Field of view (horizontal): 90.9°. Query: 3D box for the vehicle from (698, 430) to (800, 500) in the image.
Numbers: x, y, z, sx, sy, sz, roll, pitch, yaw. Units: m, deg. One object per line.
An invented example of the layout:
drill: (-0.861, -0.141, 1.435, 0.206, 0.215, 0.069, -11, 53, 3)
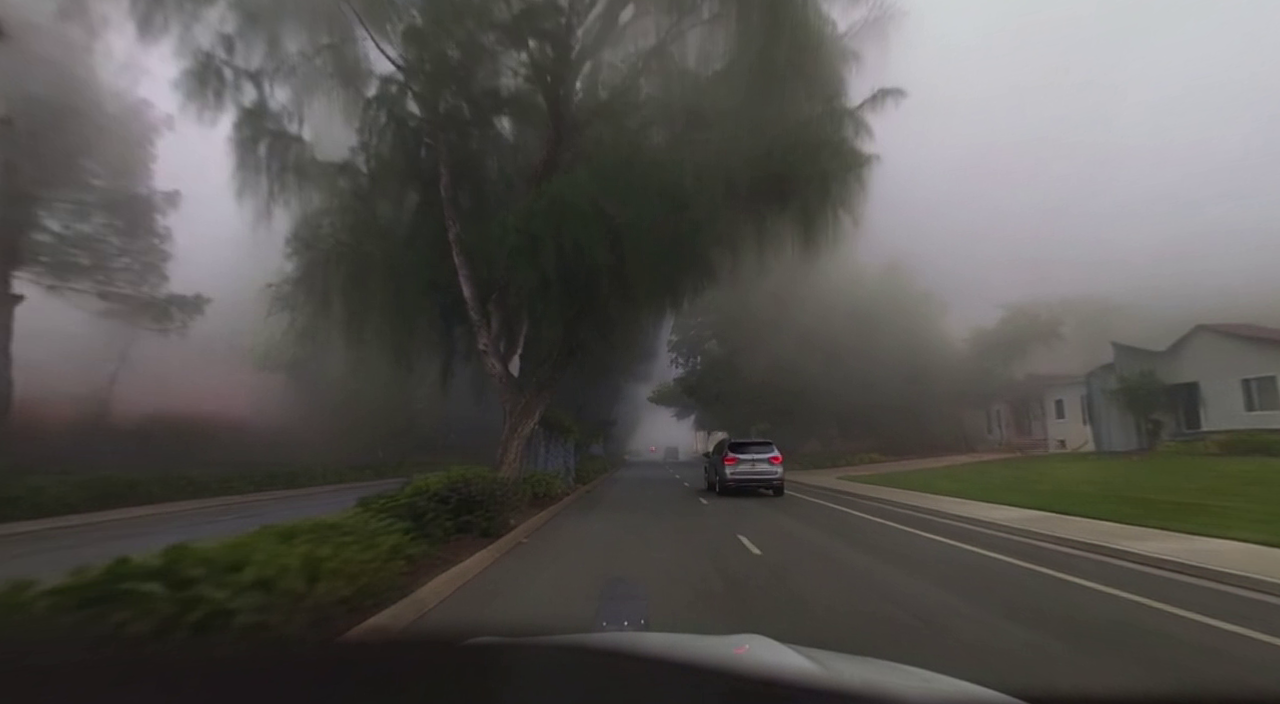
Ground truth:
vehicle: (3.023, 3.263, 18.628, 2.180, 1.773, 4.639, 0, -8, 0)
